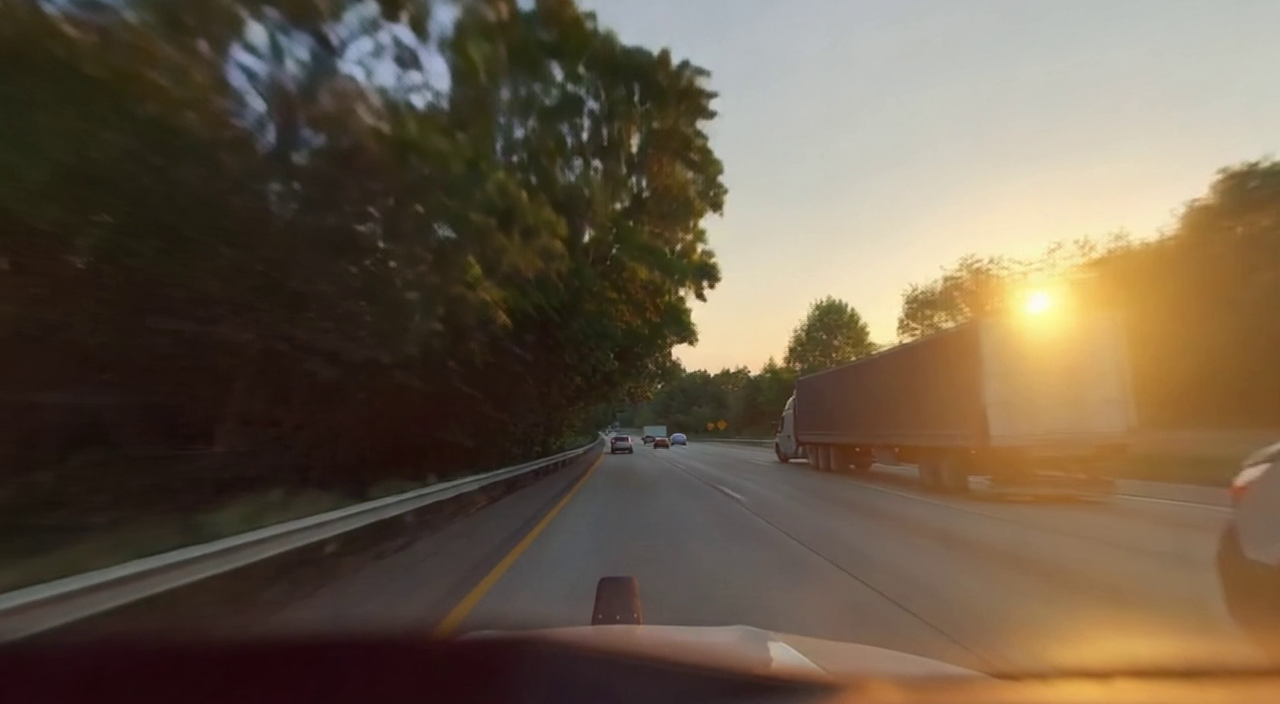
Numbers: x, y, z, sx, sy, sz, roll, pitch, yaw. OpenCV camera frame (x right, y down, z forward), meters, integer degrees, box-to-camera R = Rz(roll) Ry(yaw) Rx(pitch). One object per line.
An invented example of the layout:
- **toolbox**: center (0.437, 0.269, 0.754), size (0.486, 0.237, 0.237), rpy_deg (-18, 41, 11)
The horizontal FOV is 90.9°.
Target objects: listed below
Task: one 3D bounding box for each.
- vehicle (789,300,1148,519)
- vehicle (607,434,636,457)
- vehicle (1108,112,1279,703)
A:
- **vehicle**: center (7.751, 1.959, 18.876), size (2.888, 4.093, 14.227), rpy_deg (0, -8, -1)
- **vehicle**: center (-1.449, 7.110, 48.226), size (2.088, 1.671, 4.068), rpy_deg (0, -8, -2)
- **vehicle**: center (3.452, 0.173, 0.103), size (2.436, 2.521, 5.409), rpy_deg (0, -8, -1)
